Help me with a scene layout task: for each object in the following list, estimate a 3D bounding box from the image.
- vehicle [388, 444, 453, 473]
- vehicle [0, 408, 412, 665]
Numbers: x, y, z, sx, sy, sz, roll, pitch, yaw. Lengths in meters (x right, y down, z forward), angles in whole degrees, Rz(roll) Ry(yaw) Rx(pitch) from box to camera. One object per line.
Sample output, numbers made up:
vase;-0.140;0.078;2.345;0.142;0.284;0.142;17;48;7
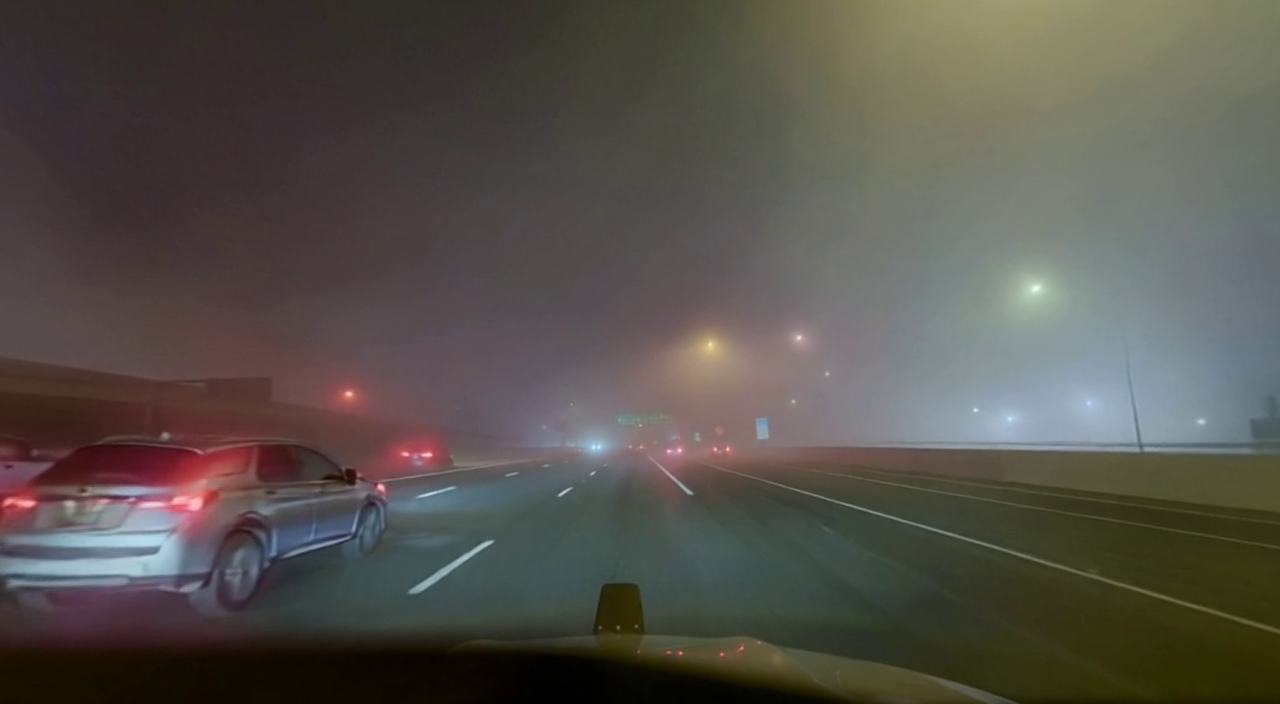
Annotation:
vehicle;-11.375;5.513;33.032;1.861;1.373;4.211;0;-8;0
vehicle;-4.052;1.428;6.069;2.051;1.516;4.493;0;-8;0
